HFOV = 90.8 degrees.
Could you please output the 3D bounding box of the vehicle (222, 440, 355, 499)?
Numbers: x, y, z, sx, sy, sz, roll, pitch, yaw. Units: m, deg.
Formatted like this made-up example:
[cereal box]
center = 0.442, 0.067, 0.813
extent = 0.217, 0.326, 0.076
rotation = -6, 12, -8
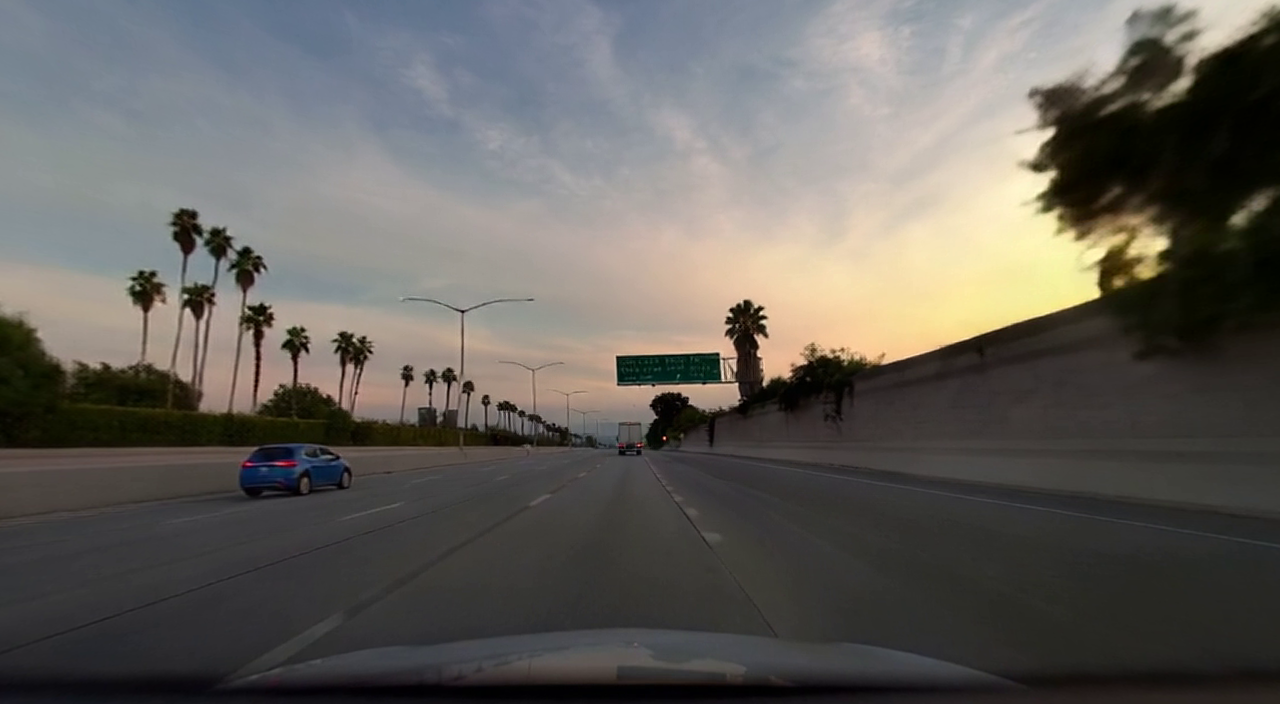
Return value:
[vehicle]
center = -11.013, 3.665, 20.178
extent = 1.897, 1.653, 4.113
rotation = 0, -8, -1
